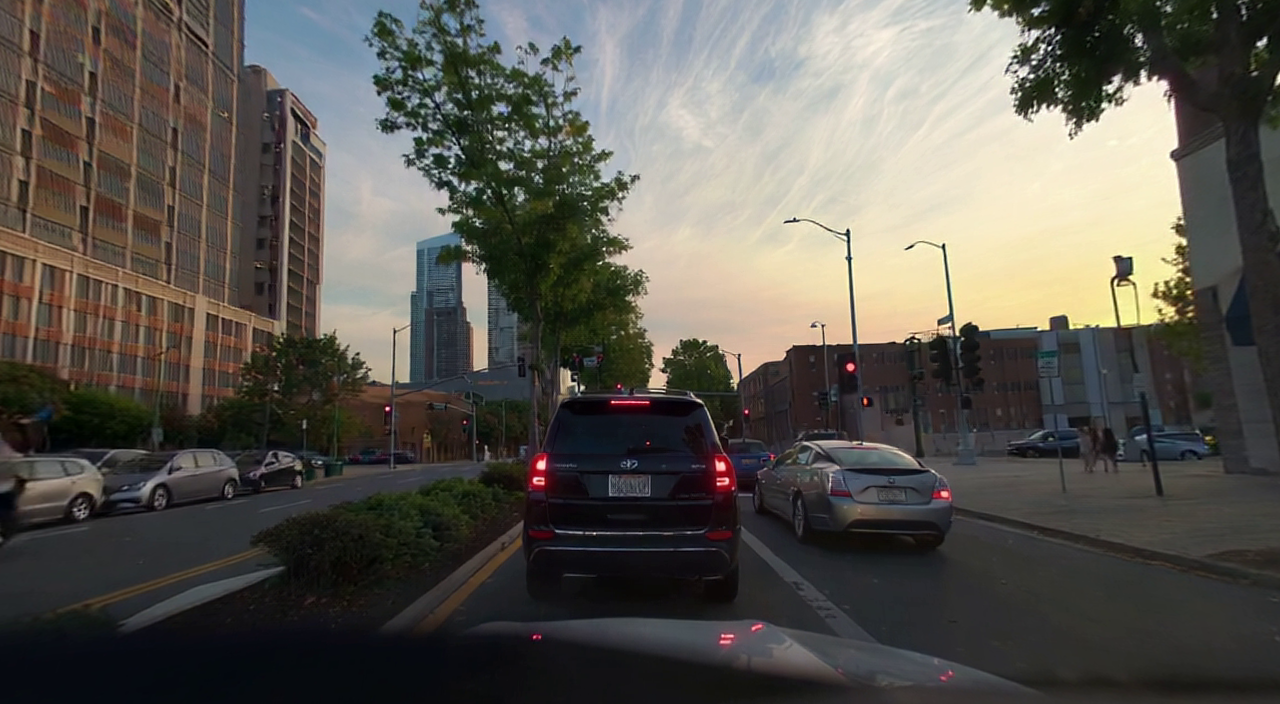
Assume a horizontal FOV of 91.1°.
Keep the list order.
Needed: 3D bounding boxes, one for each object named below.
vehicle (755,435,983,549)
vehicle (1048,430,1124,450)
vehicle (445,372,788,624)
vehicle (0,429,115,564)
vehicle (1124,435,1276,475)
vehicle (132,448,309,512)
[{"bbox_3d":[3.289,2.086,10.074,2.056,1.422,4.130,0,-8,-1],"label":"vehicle"},{"bbox_3d":[35.506,7.040,49.946,5.224,1.515,2.164,3,-9,-18],"label":"vehicle"},{"bbox_3d":[-0.159,1.363,6.757,2.453,1.816,4.300,0,-8,0],"label":"vehicle"},{"bbox_3d":[-9.282,1.789,7.594,2.054,1.722,4.292,0,-8,1],"label":"vehicle"},{"bbox_3d":[22.104,4.060,24.998,4.055,1.469,1.848,-4,-9,26],"label":"vehicle"},{"bbox_3d":[-12.461,3.782,19.160,2.207,1.648,4.675,0,-8,-1],"label":"vehicle"}]
